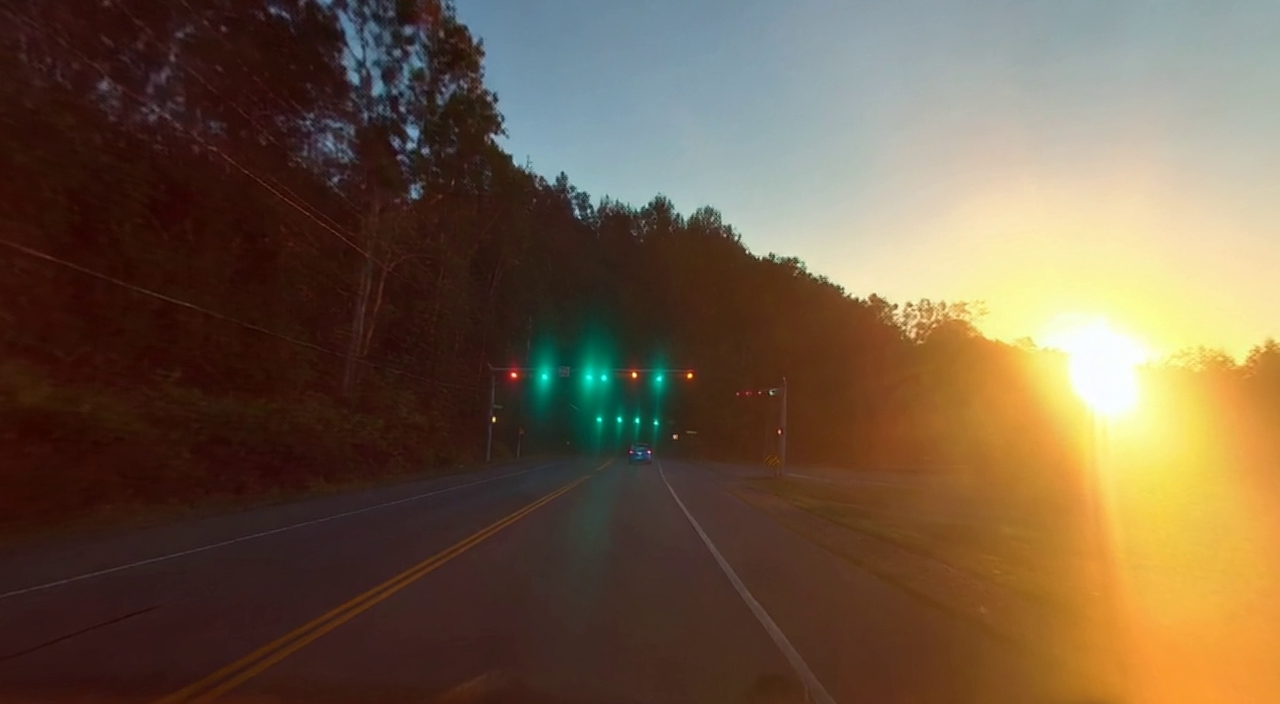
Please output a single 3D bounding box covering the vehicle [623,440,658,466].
[{"bbox_3d":[0.033,6.287,39.483,2.042,1.489,3.963,0,-8,0],"label":"vehicle"}]
